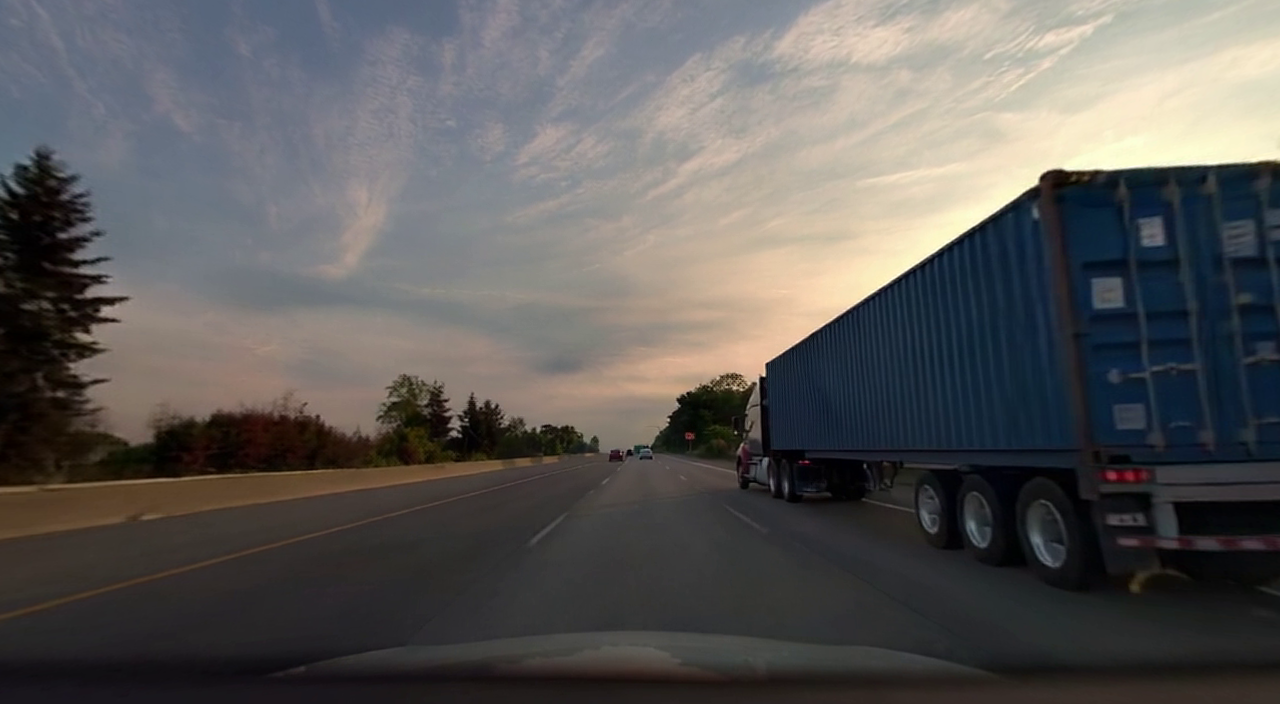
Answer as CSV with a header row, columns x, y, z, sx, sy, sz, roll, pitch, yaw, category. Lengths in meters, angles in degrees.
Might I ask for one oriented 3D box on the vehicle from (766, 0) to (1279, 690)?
x,y,z,sx,sy,sz,roll,pitch,yaw,category
4.716,0.720,9.526,2.821,4.046,12.876,0,-9,-1,vehicle
